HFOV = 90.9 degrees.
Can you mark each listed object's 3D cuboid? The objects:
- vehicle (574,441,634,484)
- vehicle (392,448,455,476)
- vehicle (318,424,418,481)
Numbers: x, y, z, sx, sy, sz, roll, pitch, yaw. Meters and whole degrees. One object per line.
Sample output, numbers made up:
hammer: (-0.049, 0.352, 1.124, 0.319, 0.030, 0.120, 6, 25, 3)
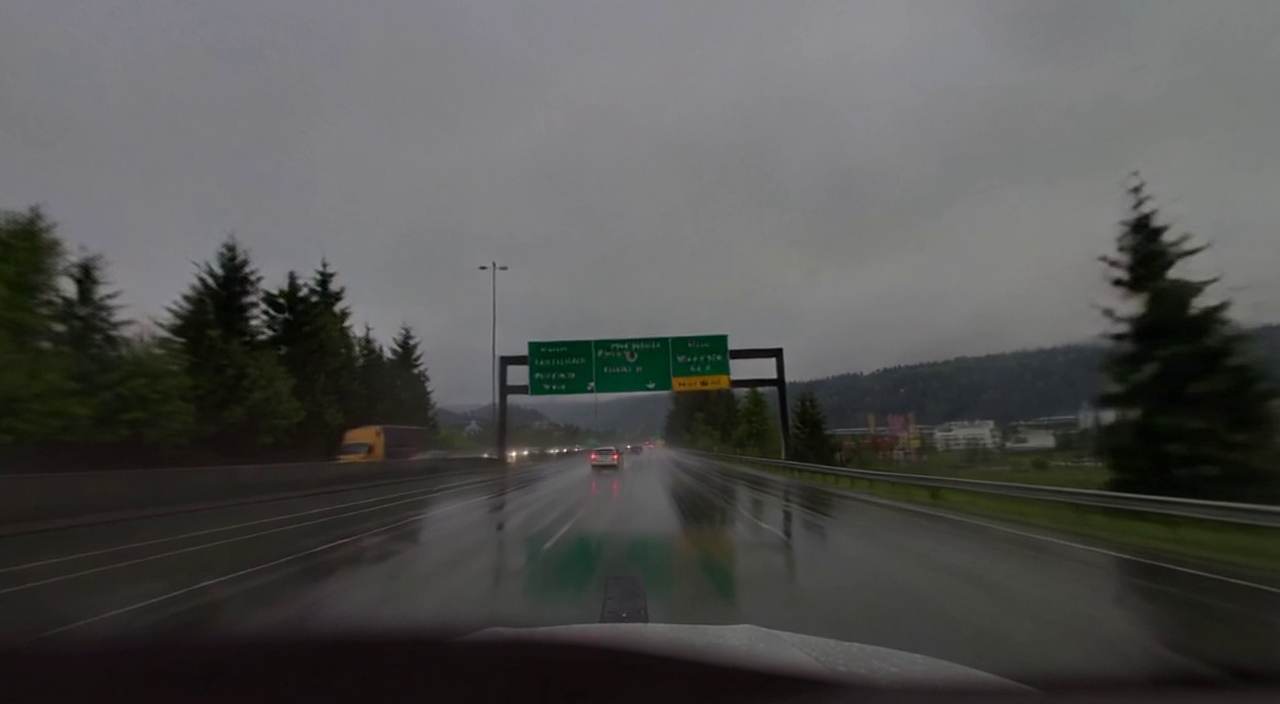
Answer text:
vehicle: (-1.339, 4.357, 25.020, 1.936, 1.545, 4.116, -1, -9, 3)
vehicle: (-12.187, 6.191, 35.778, 1.892, 1.493, 4.444, 0, -9, 1)
vehicle: (-16.183, 6.063, 38.209, 2.625, 3.031, 7.427, 0, -9, 1)
